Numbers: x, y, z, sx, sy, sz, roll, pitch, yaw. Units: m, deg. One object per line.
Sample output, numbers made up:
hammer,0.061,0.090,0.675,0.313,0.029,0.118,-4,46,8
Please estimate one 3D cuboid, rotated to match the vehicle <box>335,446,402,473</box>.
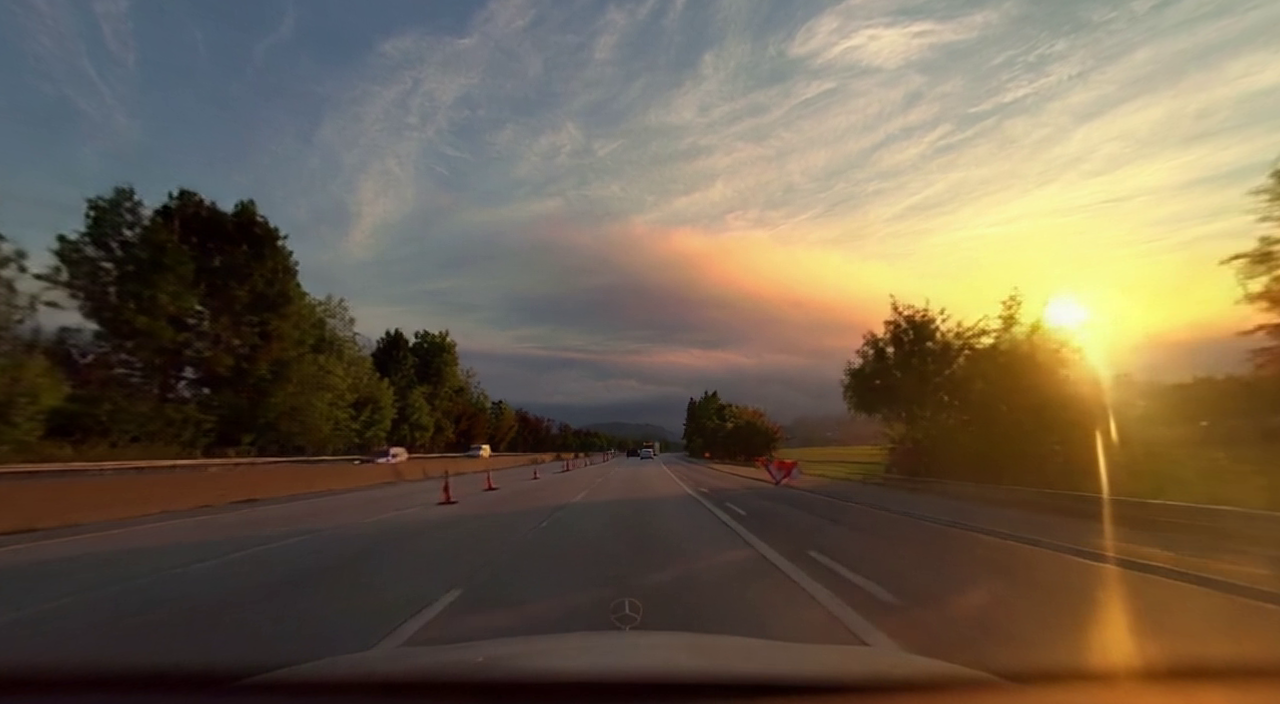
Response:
vehicle,-15.906,6.310,37.134,1.851,1.440,4.562,0,-9,1
